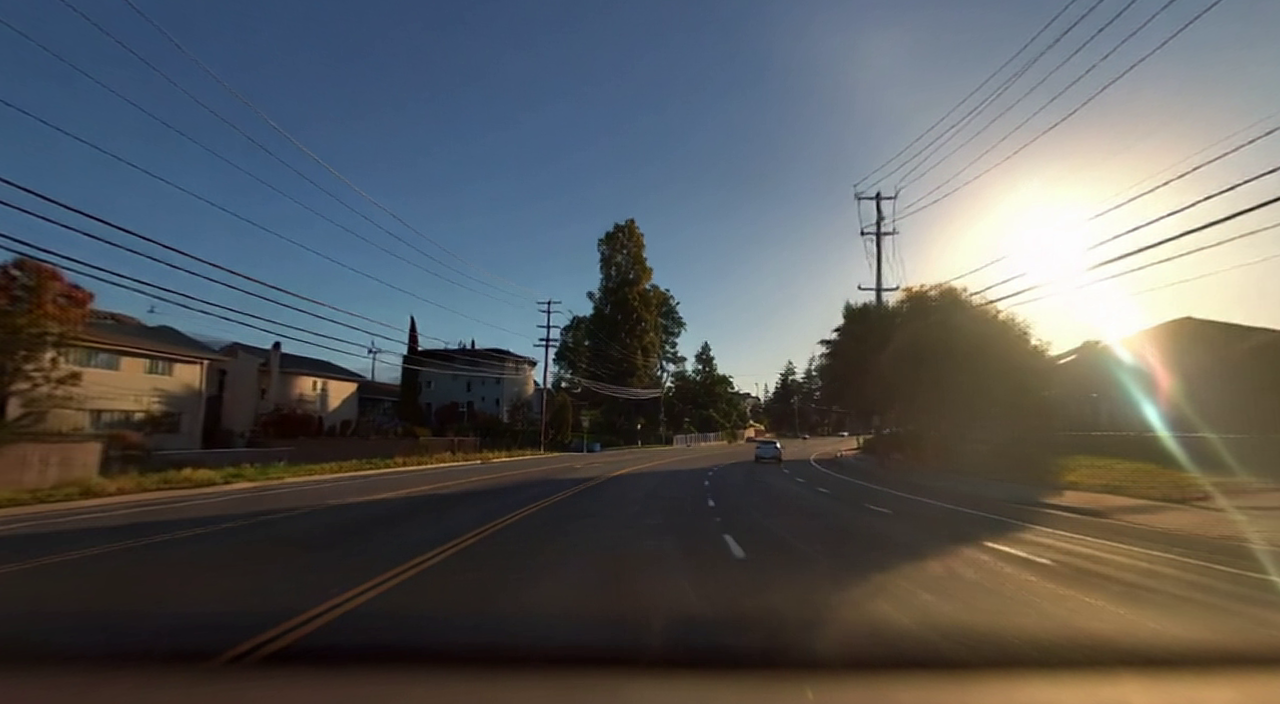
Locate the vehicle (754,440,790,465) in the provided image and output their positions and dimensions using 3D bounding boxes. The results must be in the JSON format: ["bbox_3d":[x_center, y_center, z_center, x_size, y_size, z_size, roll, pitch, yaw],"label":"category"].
[{"bbox_3d":[8.007,6.051,38.019,1.982,1.451,4.152,-2,-9,12],"label":"vehicle"}]
